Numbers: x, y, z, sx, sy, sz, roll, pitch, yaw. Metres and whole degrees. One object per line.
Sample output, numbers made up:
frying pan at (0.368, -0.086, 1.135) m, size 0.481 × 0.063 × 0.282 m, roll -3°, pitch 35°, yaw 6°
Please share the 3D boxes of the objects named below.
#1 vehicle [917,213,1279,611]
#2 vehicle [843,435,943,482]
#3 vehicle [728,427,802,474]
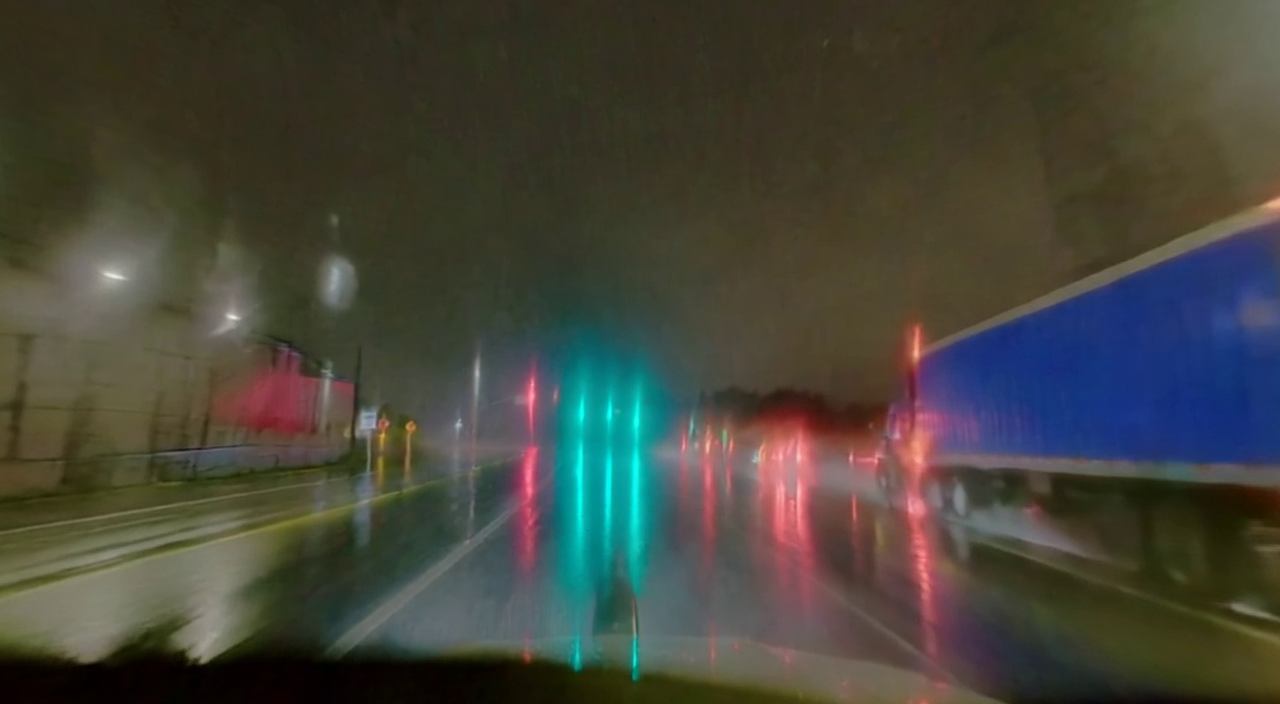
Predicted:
vehicle at (6.416, 0.917, 7.978) m, size 2.625 × 2.975 × 8.237 m, roll -1°, pitch -8°, yaw 5°
vehicle at (9.328, 3.927, 23.602) m, size 1.919 × 1.545 × 3.885 m, roll 0°, pitch -7°, yaw -4°
vehicle at (5.028, 4.017, 25.952) m, size 1.917 × 1.748 × 4.003 m, roll 0°, pitch -8°, yaw -5°
